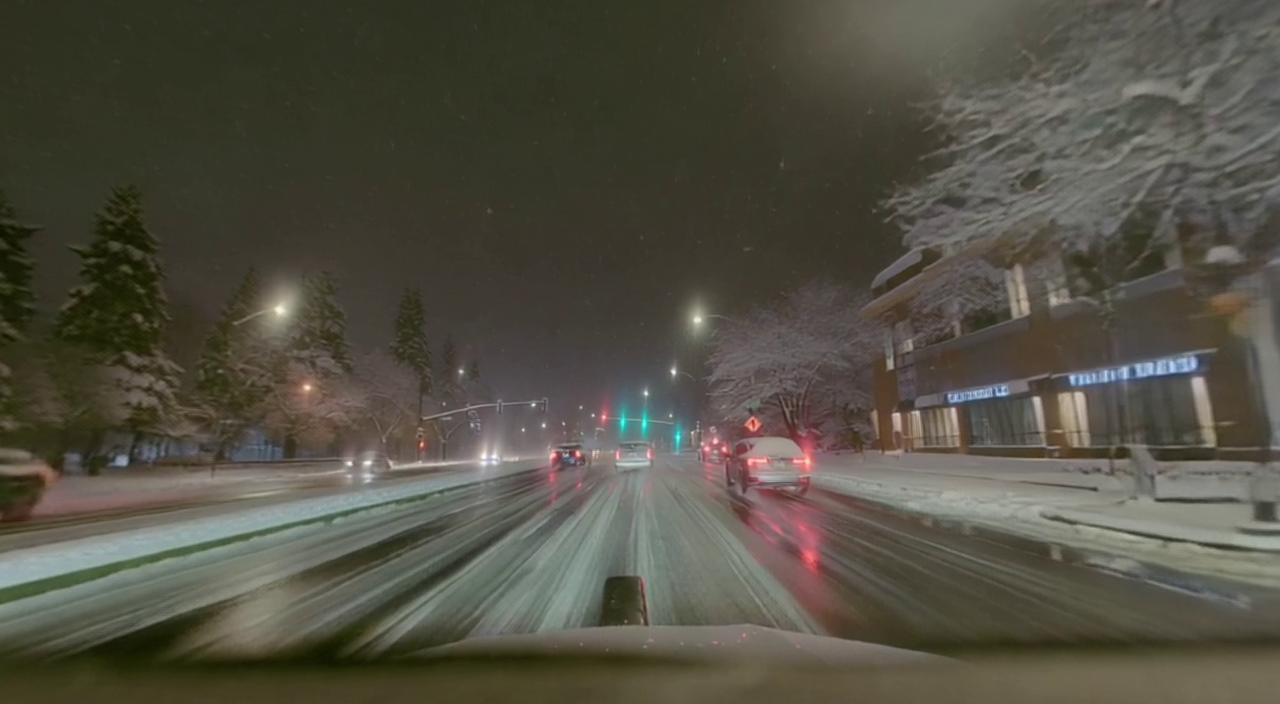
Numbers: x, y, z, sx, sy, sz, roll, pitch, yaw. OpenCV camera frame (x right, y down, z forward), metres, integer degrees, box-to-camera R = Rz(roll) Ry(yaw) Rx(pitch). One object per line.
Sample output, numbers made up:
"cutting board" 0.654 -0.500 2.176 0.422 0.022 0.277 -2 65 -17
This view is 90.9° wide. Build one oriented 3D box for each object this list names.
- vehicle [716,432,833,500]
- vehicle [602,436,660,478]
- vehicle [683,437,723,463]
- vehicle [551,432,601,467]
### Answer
"vehicle" 3.206 2.813 15.994 1.948 1.474 4.360 0 -8 -1
"vehicle" -0.262 3.974 24.085 1.971 1.433 3.923 -1 -8 3
"vehicle" 3.774 5.941 38.334 1.913 1.463 4.198 0 -8 -1
"vehicle" -3.278 5.114 33.131 2.023 1.720 4.452 0 -8 1
